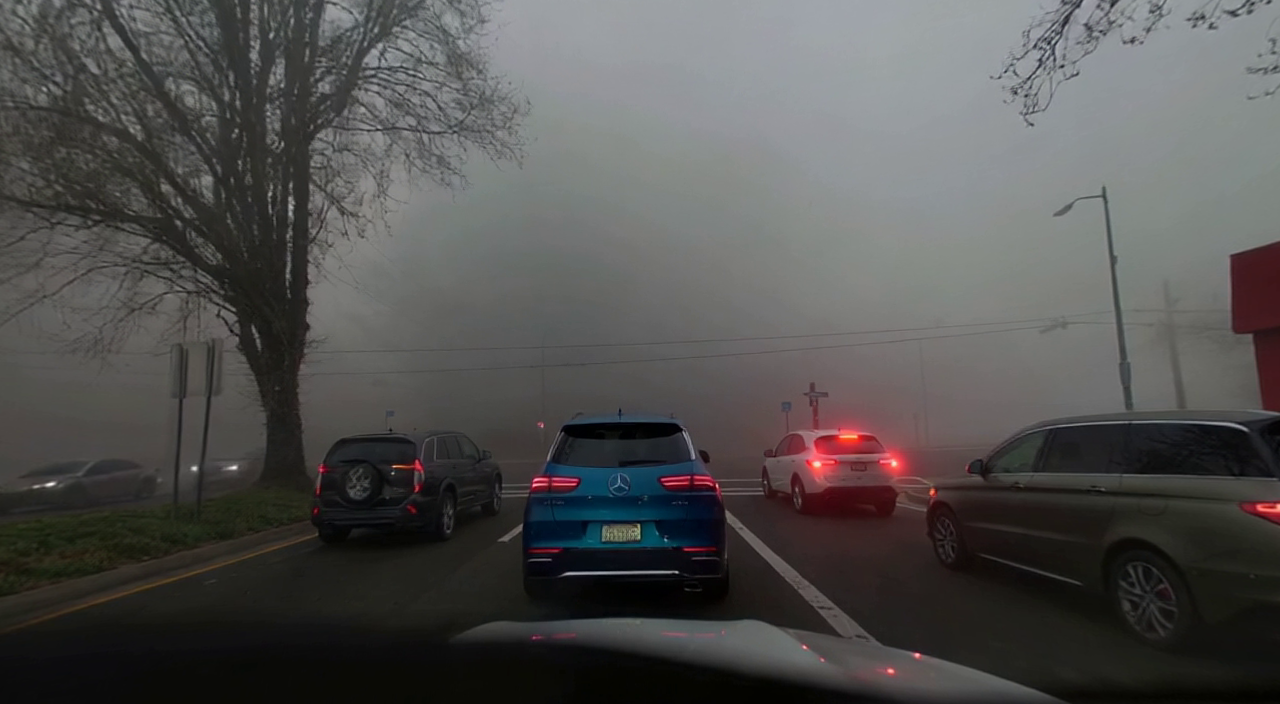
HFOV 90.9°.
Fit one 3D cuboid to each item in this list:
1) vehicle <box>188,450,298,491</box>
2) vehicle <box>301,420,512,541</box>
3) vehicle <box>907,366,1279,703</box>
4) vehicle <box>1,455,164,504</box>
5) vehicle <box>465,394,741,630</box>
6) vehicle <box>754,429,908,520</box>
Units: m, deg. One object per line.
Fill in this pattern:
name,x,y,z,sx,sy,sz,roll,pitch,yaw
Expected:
vehicle,-15.716,4.688,25.233,1.774,1.468,3.863,0,-8,1
vehicle,-3.758,2.145,11.165,2.012,1.701,4.316,0,-8,1
vehicle,4.154,1.262,5.385,2.014,1.740,4.515,0,-8,4
vehicle,-19.825,4.529,22.764,1.821,1.503,4.384,0,-8,1
vehicle,-0.159,1.469,6.733,2.022,1.700,4.084,0,-8,3
vehicle,3.681,2.424,12.964,1.847,1.554,3.885,0,-8,-2
